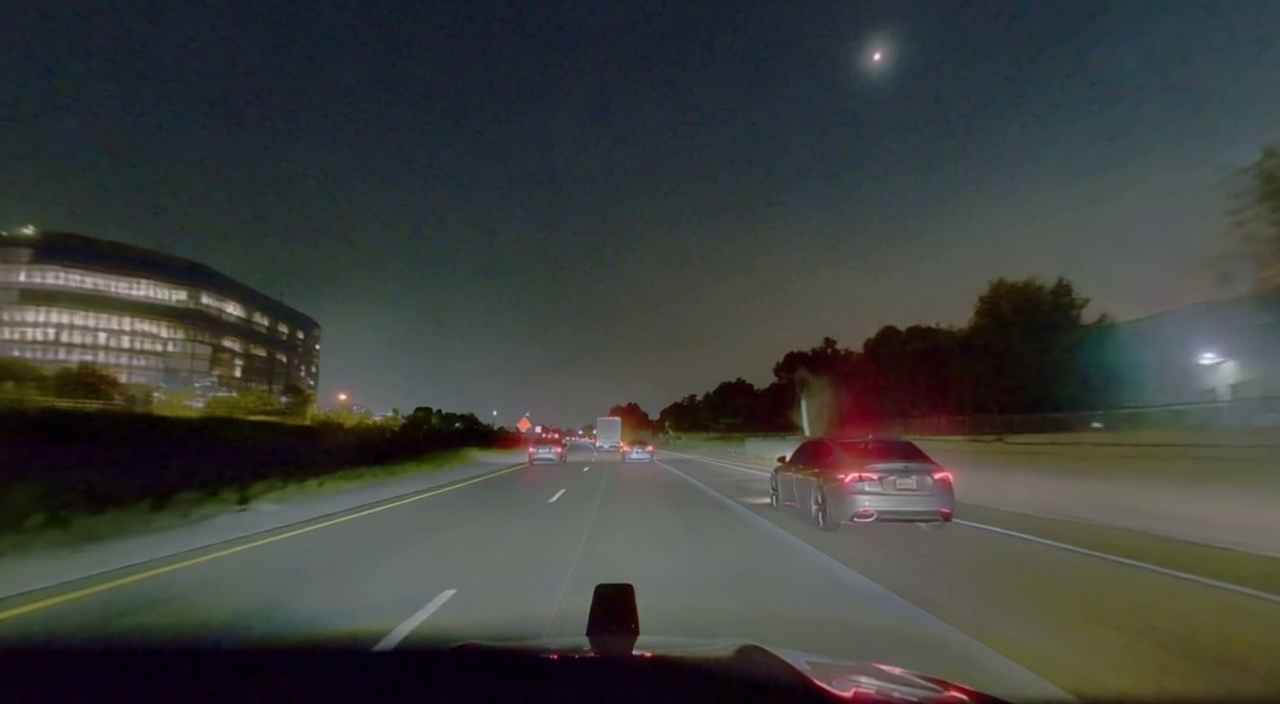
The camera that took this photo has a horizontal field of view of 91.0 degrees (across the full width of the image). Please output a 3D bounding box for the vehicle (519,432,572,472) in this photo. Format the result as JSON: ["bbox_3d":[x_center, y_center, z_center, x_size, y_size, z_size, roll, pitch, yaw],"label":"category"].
[{"bbox_3d":[-4.442,4.770,30.233,2.080,1.733,4.410,0,-8,-3],"label":"vehicle"}]

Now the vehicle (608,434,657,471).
[{"bbox_3d":[-0.422,4.779,30.161,2.078,1.608,3.982,0,-8,-5],"label":"vehicle"}]
